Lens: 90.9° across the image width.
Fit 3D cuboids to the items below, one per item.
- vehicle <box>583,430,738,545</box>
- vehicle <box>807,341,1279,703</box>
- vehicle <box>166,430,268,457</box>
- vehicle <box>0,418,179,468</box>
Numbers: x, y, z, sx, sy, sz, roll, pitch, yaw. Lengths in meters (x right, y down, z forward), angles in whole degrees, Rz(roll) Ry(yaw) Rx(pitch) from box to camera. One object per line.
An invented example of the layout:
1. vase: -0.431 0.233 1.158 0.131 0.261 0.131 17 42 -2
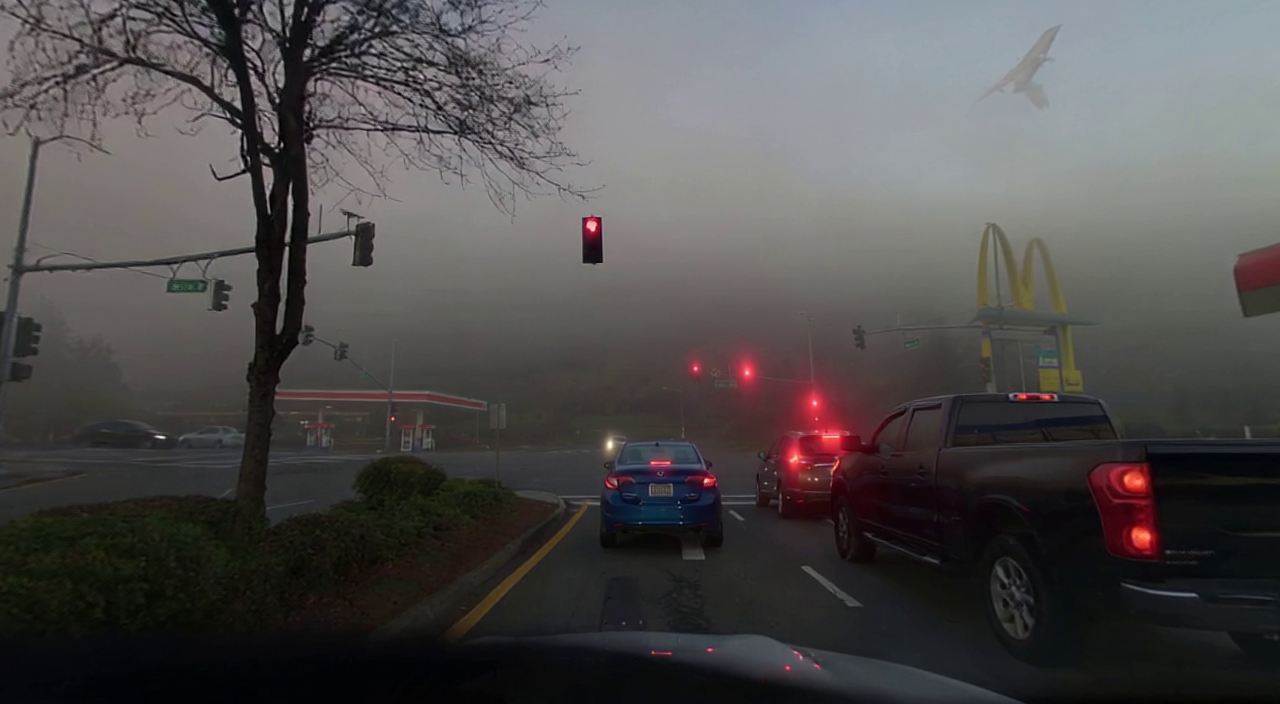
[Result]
1. vehicle: 0.257 2.070 10.254 2.027 1.494 3.824 0 -8 0
2. vehicle: 3.576 1.315 6.092 2.277 1.871 6.143 0 -8 0
3. vehicle: -23.094 5.026 34.490 4.326 1.420 1.798 -1 -8 4
4. vehicle: -20.193 3.362 23.282 4.742 1.720 2.107 -1 -8 5
